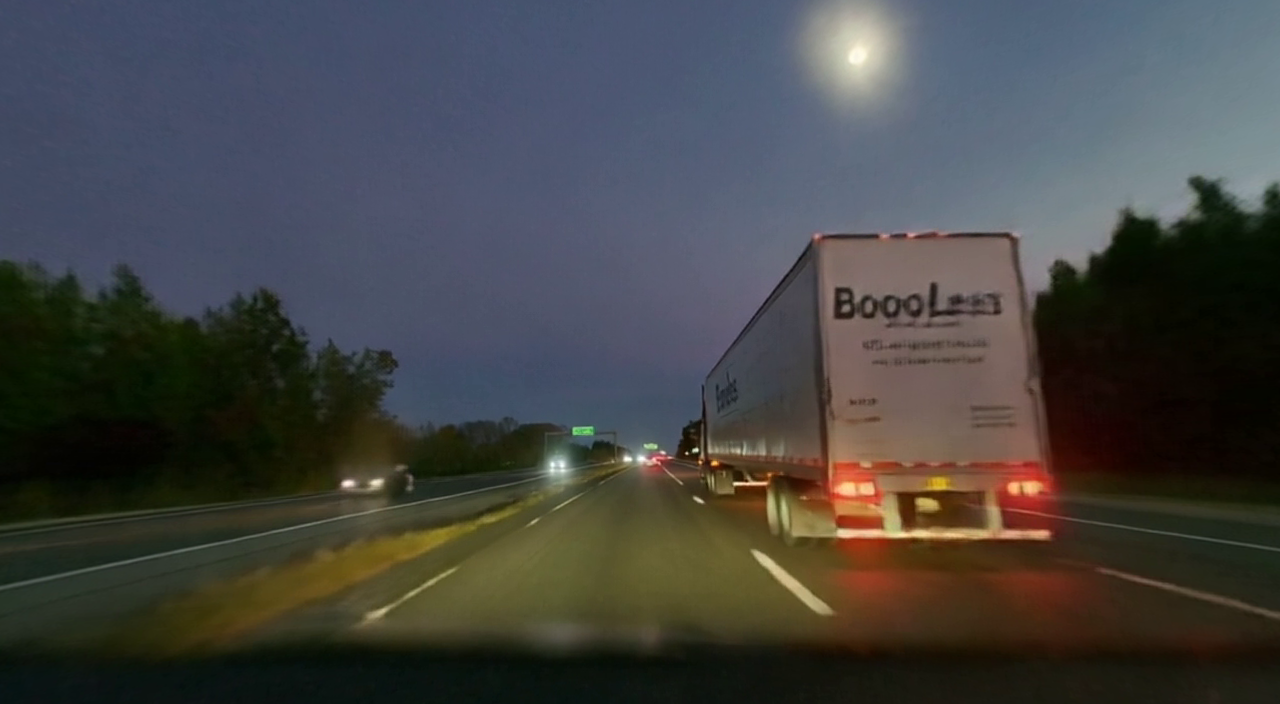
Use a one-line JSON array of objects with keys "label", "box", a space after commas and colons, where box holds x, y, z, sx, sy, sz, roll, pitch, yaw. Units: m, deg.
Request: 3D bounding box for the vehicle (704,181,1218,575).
[{"label": "vehicle", "box": [4.065, 1.502, 15.078, 3.537, 4.071, 17.399, 0, -9, 1]}]

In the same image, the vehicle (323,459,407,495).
[{"label": "vehicle", "box": [-13.283, 6.054, 30.592, 1.934, 1.501, 4.635, 0, -9, 1]}]
